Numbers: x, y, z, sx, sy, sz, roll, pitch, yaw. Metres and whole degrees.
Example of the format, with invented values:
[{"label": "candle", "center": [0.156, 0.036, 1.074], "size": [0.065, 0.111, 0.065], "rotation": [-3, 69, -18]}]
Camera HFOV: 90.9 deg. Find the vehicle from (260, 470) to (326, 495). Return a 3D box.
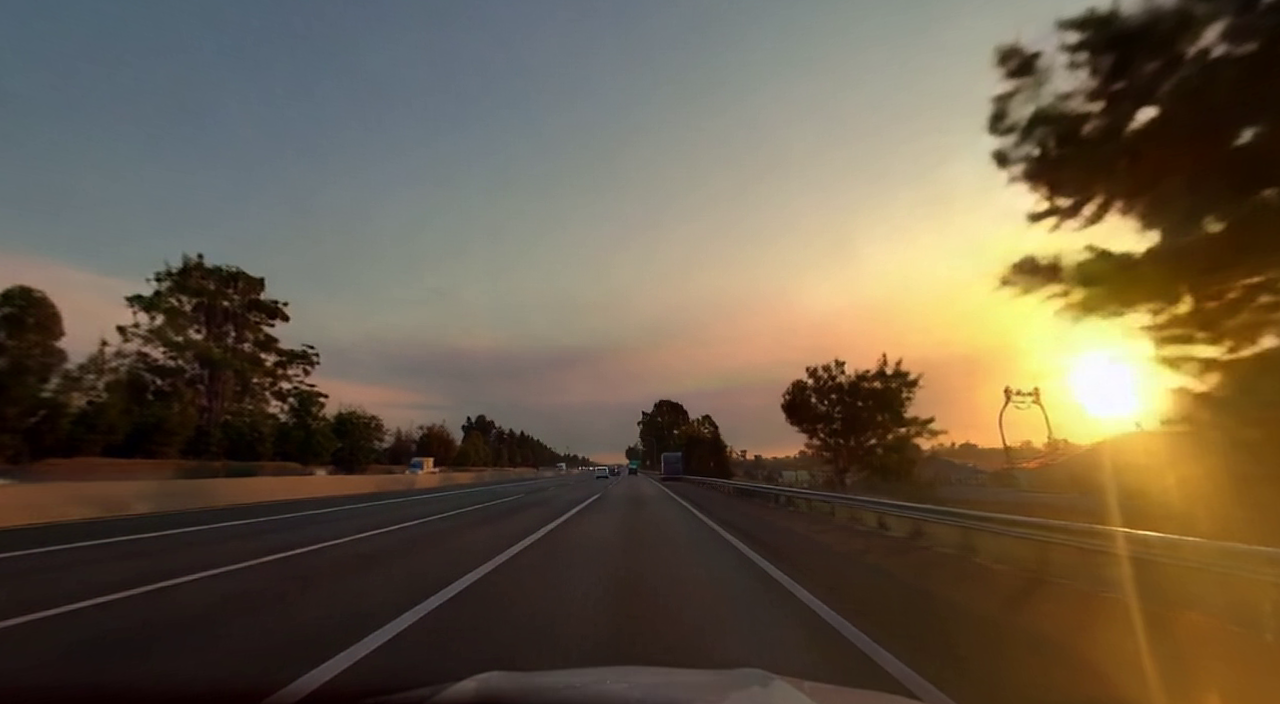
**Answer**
[{"label": "vehicle", "center": [-23.082, 8.691, 42.138], "size": [1.841, 1.467, 4.535], "rotation": [1, -10, 0]}]
